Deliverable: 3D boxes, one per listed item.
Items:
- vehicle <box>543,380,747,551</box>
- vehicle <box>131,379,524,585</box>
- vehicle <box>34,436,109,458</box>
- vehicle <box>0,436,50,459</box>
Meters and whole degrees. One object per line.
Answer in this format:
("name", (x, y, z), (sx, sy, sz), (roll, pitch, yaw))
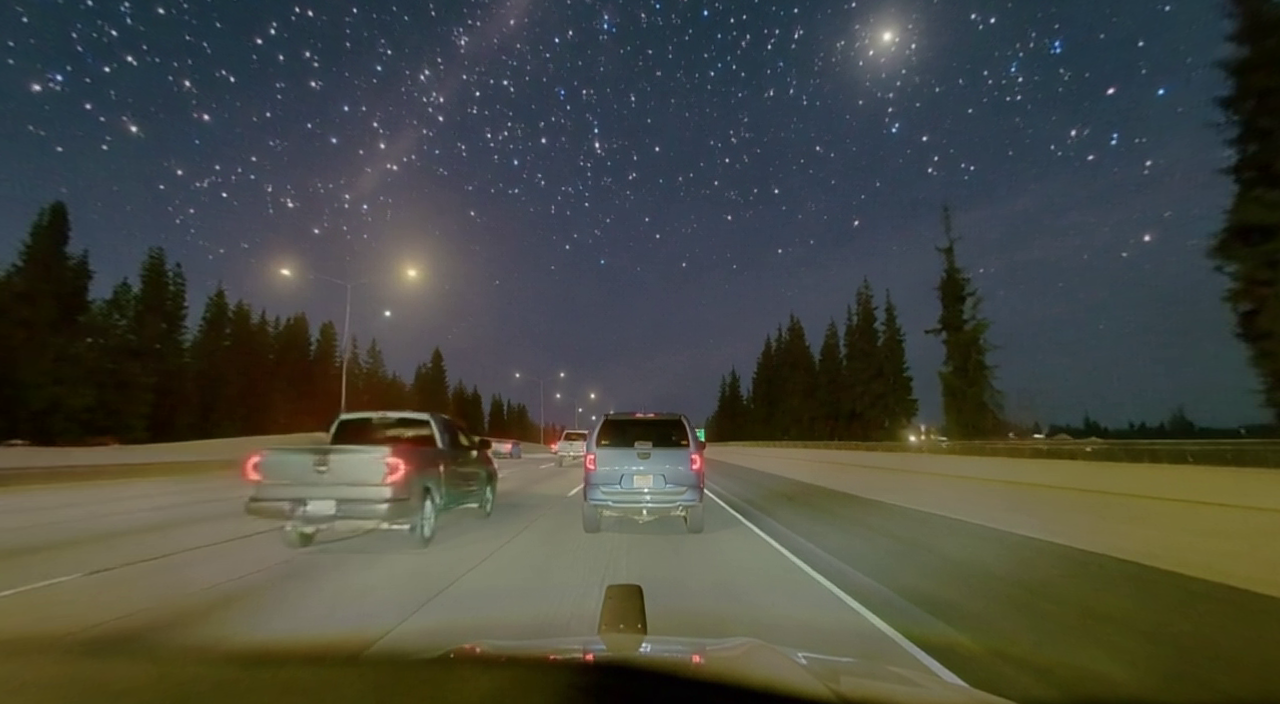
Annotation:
("vehicle", (0.053, 1.698, 9.908), (2.395, 2.013, 4.734), (0, -9, 0))
("vehicle", (-3.341, 1.607, 8.706), (2.235, 1.826, 6.106), (0, -9, 1))
("vehicle", (-36.905, 6.171, 41.043), (1.643, 1.386, 3.351), (0, -9, 2))
("vehicle", (-40.846, 6.204, 40.992), (1.512, 1.377, 3.423), (0, -8, 2))
